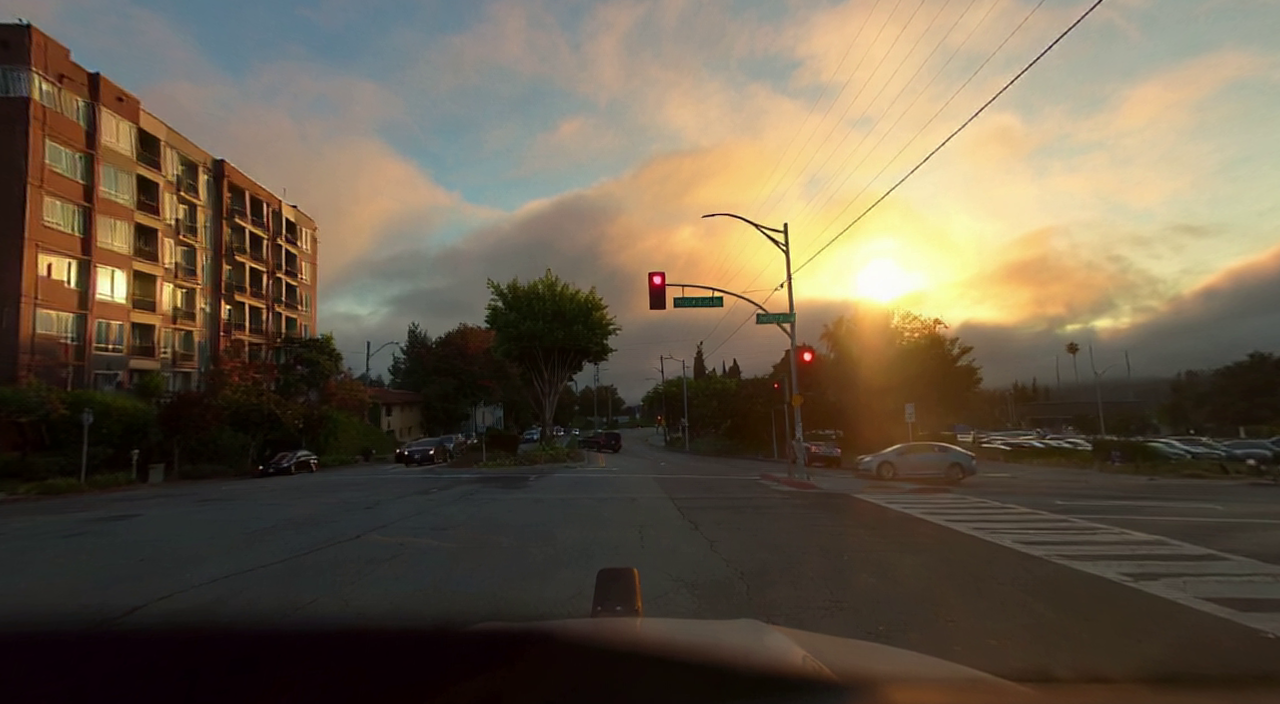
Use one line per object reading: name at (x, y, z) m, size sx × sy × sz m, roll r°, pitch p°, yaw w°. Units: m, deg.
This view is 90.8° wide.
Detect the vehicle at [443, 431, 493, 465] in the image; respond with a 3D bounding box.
vehicle at (-9.764, 5.500, 36.157) m, size 1.910 × 1.818 × 4.057 m, roll 0°, pitch -9°, yaw -3°

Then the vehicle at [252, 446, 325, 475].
vehicle at (-21.060, 6.506, 38.092) m, size 1.981 × 1.628 × 4.336 m, roll 0°, pitch -9°, yaw -1°

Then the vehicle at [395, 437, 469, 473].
vehicle at (-9.678, 4.831, 29.752) m, size 2.116 × 1.521 × 4.294 m, roll 0°, pitch -9°, yaw -2°

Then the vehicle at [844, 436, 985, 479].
vehicle at (11.069, 4.253, 25.672) m, size 4.790 × 1.571 × 2.073 m, roll -7°, pitch -11°, yaw 39°

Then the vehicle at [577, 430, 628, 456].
vehicle at (-2.597, 6.212, 42.864) m, size 1.993 × 1.664 × 4.424 m, roll 4°, pitch -10°, yaw -23°
